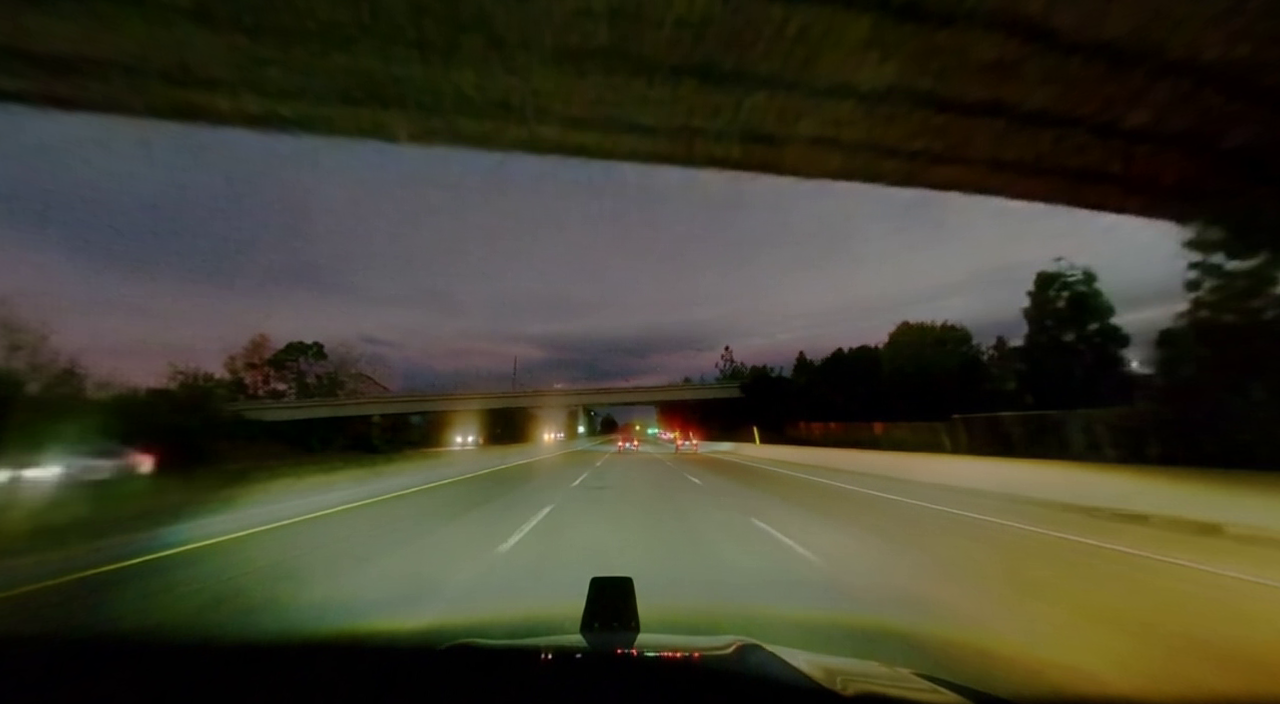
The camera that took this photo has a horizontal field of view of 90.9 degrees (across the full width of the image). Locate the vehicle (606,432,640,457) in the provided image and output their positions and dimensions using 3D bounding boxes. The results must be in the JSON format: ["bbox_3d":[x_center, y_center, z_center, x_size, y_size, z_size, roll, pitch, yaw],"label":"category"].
[{"bbox_3d":[-1.036,5.609,38.481,1.987,1.440,3.565,0,-8,-1],"label":"vehicle"}]

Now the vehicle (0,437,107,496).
[{"bbox_3d":[-17.095,3.037,16.914,1.824,1.467,4.383,0,-8,-2],"label":"vehicle"}]

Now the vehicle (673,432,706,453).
[{"bbox_3d":[3.729,6.883,48.027,2.056,1.508,4.093,0,-8,-2],"label":"vehicle"}]
